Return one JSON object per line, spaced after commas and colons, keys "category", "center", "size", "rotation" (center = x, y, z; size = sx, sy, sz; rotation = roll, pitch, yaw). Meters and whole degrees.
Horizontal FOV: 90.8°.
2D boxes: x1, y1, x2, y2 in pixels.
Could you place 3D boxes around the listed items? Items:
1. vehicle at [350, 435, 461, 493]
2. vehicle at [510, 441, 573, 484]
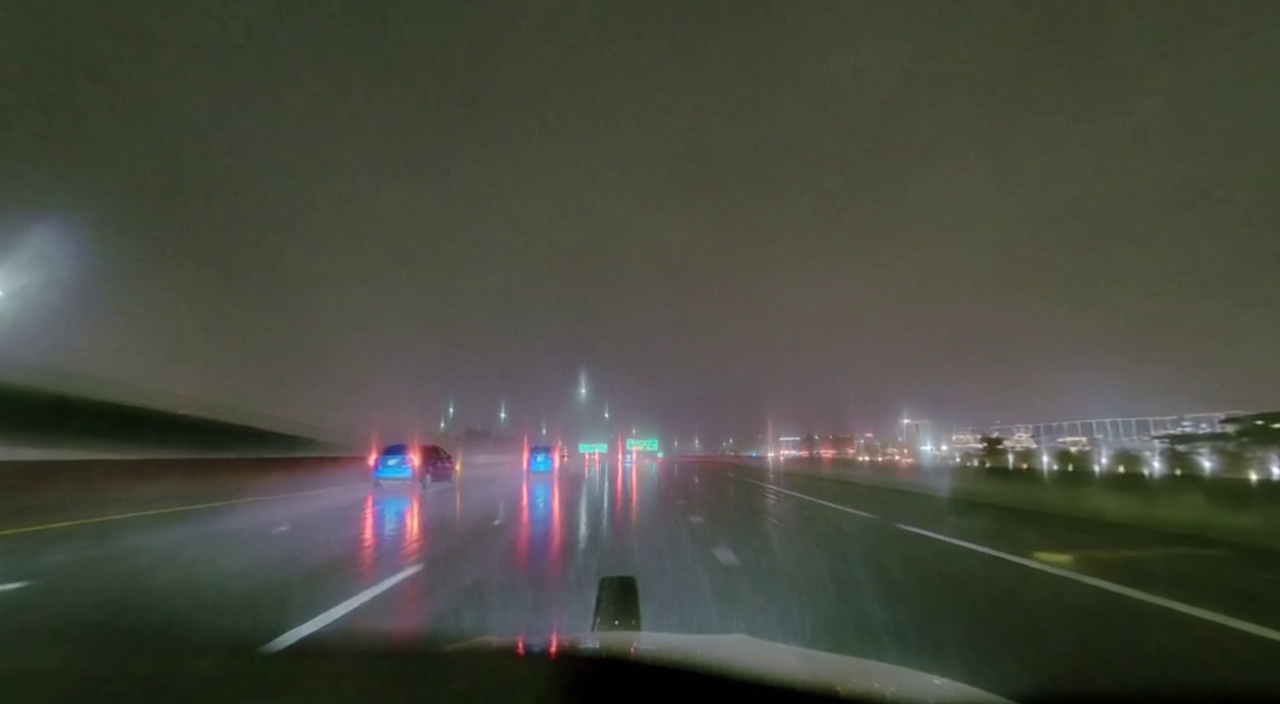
{"category": "vehicle", "center": [-8.143, 3.931, 22.515], "size": [2.040, 1.824, 4.917], "rotation": [0, -9, 0]}
{"category": "vehicle", "center": [-4.215, 4.826, 27.820], "size": [2.075, 1.702, 4.257], "rotation": [0, -9, 0]}
